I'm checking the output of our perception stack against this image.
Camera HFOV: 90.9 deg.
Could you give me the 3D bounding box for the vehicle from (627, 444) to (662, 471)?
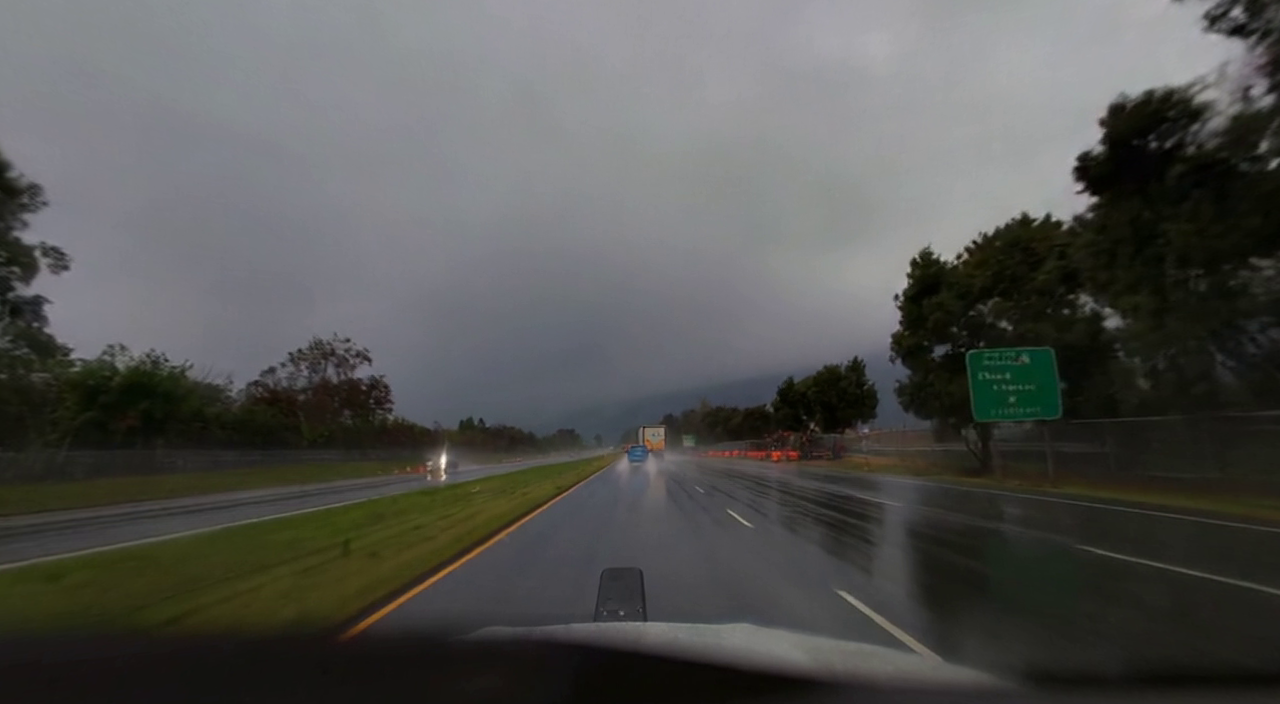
[{"bbox_3d":[0.241,6.548,39.451,2.065,1.573,3.734,0,-9,-1],"label":"vehicle"}]
